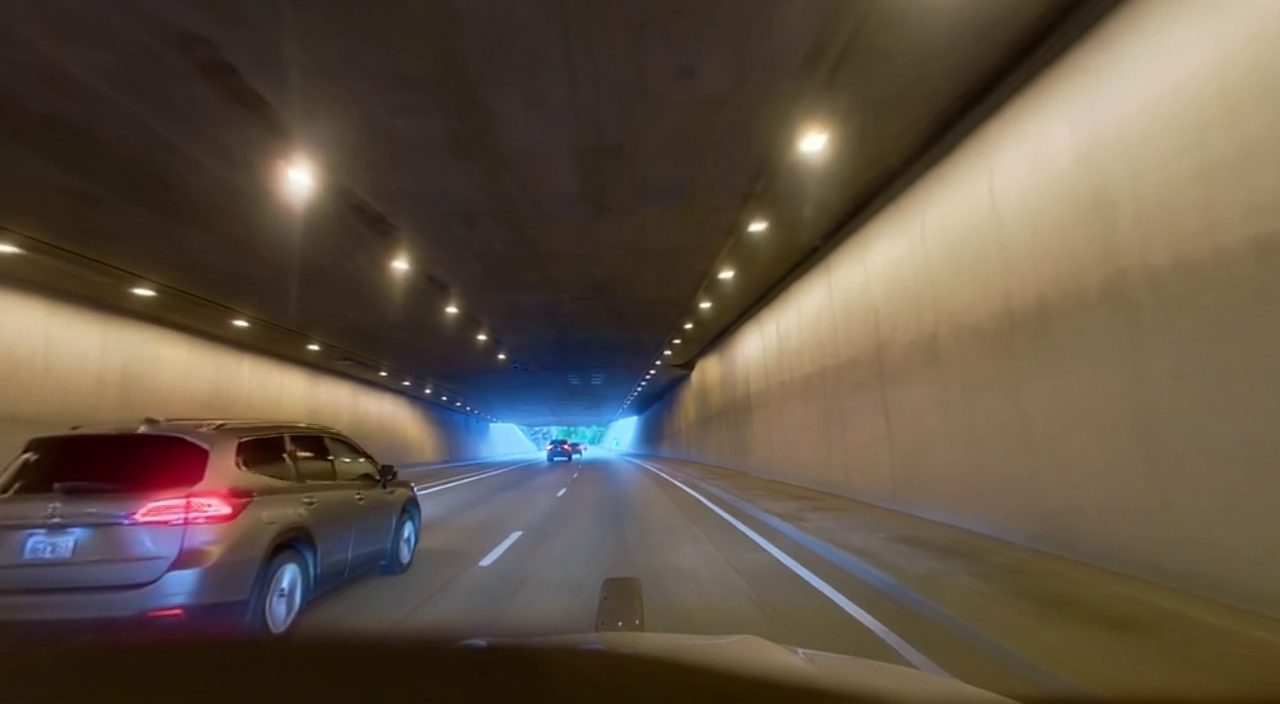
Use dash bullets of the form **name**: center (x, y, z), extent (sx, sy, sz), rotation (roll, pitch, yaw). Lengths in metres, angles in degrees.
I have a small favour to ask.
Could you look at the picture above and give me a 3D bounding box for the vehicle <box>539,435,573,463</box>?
- **vehicle**: center (-5.548, 6.460, 42.149), extent (1.961, 1.725, 4.315), rotation (0, -8, -3)
